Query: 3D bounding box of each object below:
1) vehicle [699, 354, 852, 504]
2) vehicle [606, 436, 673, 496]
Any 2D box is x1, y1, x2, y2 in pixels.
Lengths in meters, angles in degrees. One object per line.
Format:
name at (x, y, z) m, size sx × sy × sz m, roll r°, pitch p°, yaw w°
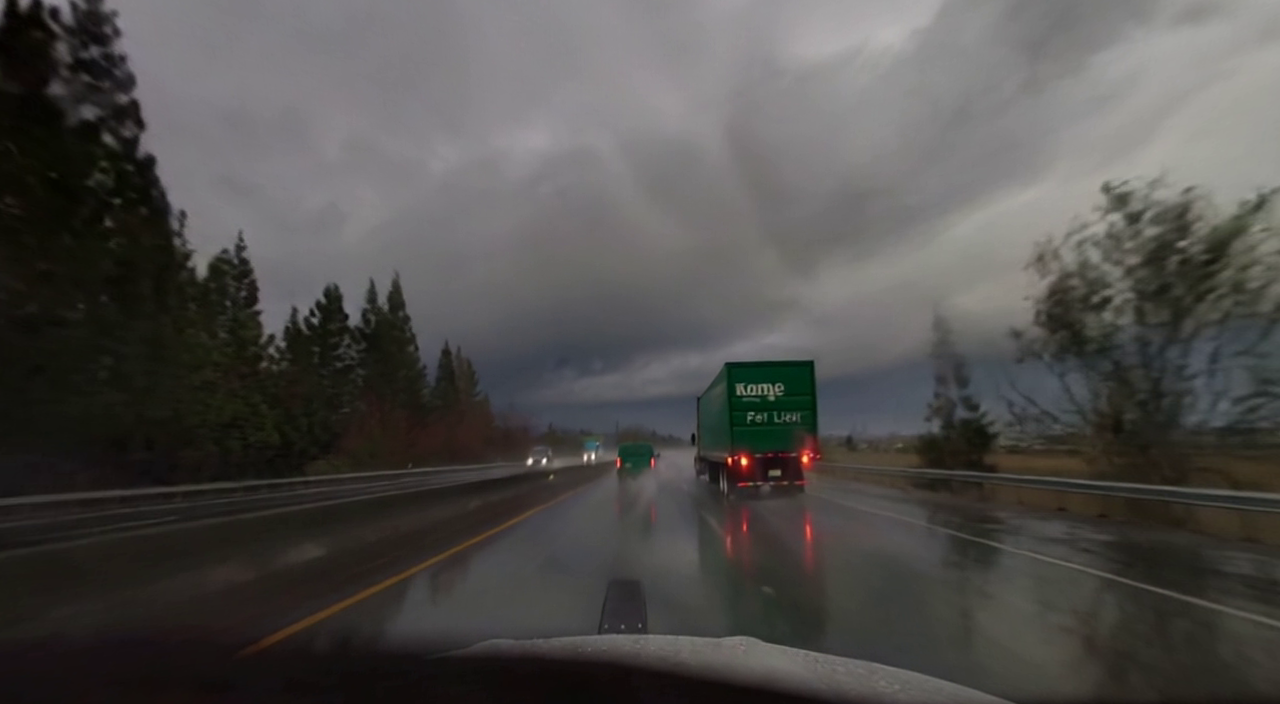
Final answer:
vehicle at (4.155, 2.993, 23.061) m, size 3.030 × 3.985 × 12.707 m, roll 0°, pitch -9°, yaw 1°
vehicle at (0.041, 3.903, 21.953) m, size 2.105 × 1.865 × 4.102 m, roll 0°, pitch -9°, yaw 2°
